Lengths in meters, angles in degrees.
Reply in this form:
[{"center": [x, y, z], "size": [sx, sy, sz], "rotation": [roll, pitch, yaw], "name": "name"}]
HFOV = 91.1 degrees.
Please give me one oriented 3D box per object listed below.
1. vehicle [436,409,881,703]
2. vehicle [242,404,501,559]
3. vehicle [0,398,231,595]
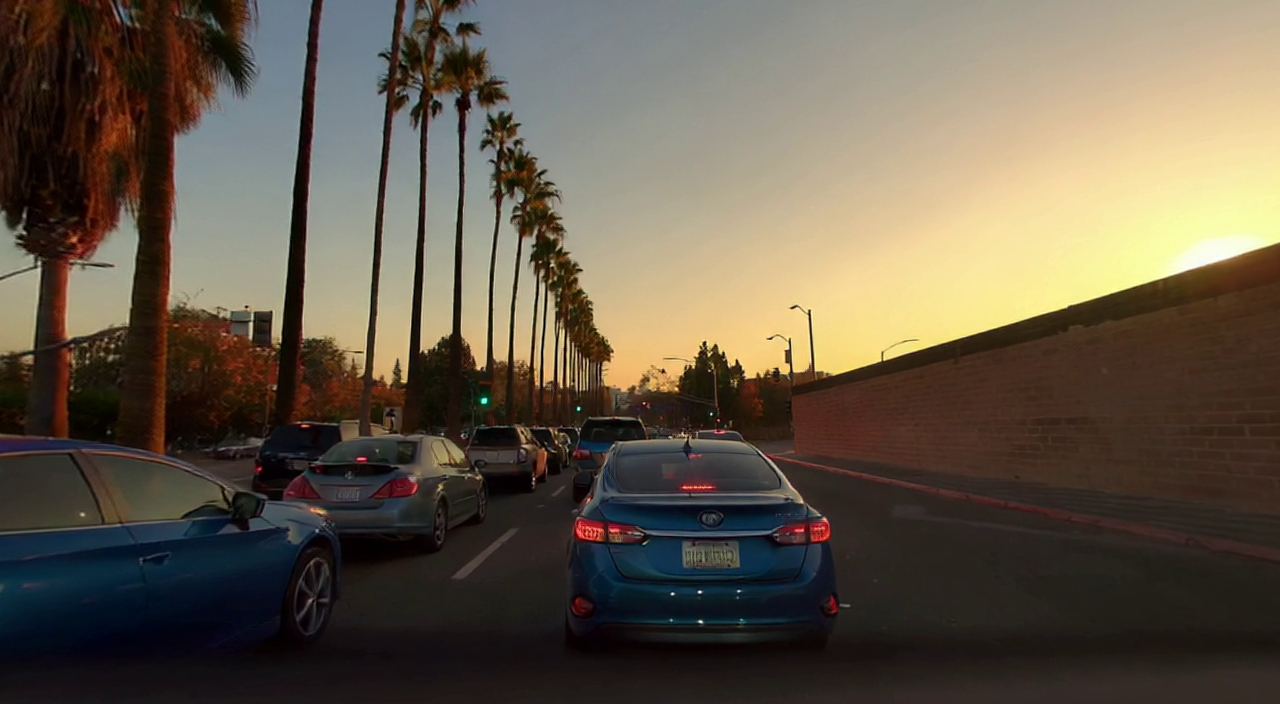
[{"center": [0.044, 1.336, 5.210], "size": [2.128, 1.473, 4.272], "rotation": [0, -8, -1], "name": "vehicle"}, {"center": [-3.511, 1.777, 9.274], "size": [2.055, 1.746, 4.136], "rotation": [0, -8, -1], "name": "vehicle"}, {"center": [-6.670, 1.406, 6.392], "size": [1.963, 1.721, 4.662], "rotation": [0, -8, -2], "name": "vehicle"}]
